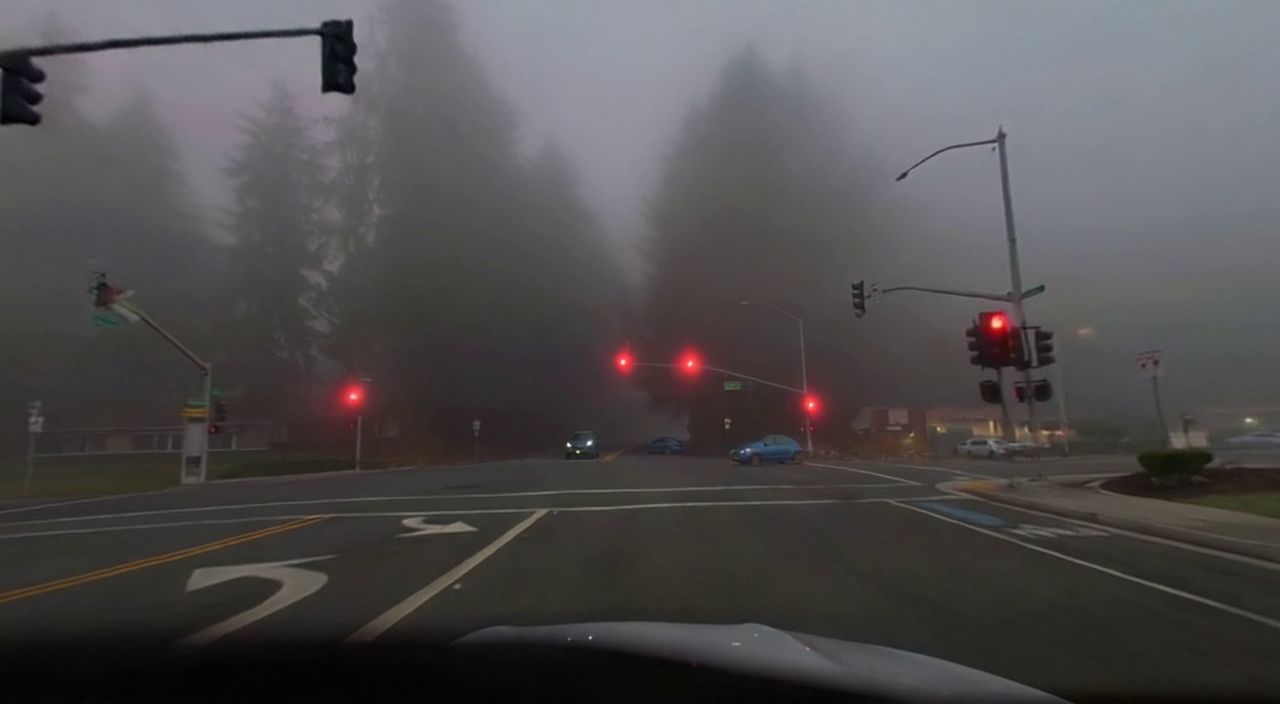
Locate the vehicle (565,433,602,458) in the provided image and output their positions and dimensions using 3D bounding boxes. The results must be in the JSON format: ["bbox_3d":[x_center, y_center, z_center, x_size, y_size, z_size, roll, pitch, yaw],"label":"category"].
[{"bbox_3d":[-3.794,6.393,43.195,2.140,1.638,4.259,0,-8,0],"label":"vehicle"}]

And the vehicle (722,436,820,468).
[{"bbox_3d":[6.543,4.962,31.385,4.528,1.482,1.864,4,-9,-26],"label":"vehicle"}]

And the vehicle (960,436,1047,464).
[{"bbox_3d":[21.024,5.673,36.464,4.377,1.523,1.877,3,-9,-19],"label":"vehicle"}]
